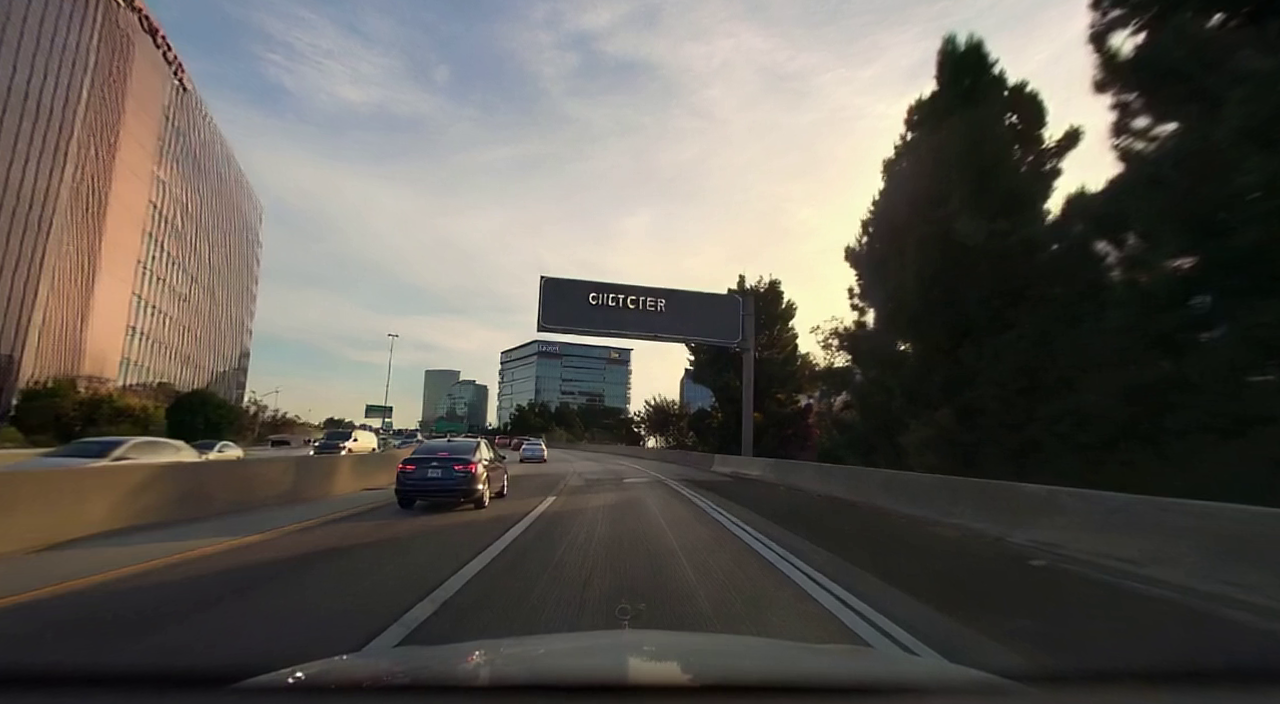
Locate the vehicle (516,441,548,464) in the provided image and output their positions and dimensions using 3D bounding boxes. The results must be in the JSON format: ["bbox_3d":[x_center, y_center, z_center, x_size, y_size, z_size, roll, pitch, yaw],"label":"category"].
[{"bbox_3d":[-7.132,6.671,41.960,1.885,1.469,4.211,1,-8,-7],"label":"vehicle"}]

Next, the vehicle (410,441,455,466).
[{"bbox_3d":[-12.938,6.349,39.560,1.902,1.468,4.103,1,-8,-7],"label":"vehicle"}]

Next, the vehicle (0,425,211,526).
[{"bbox_3d":[-10.897,2.290,12.256,2.048,1.583,4.506,0,-8,-3],"label":"vehicle"}]

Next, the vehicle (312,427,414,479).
[{"bbox_3d":[-11.042,4.053,25.622,2.151,1.871,5.177,0,-8,-5],"label":"vehicle"}]
